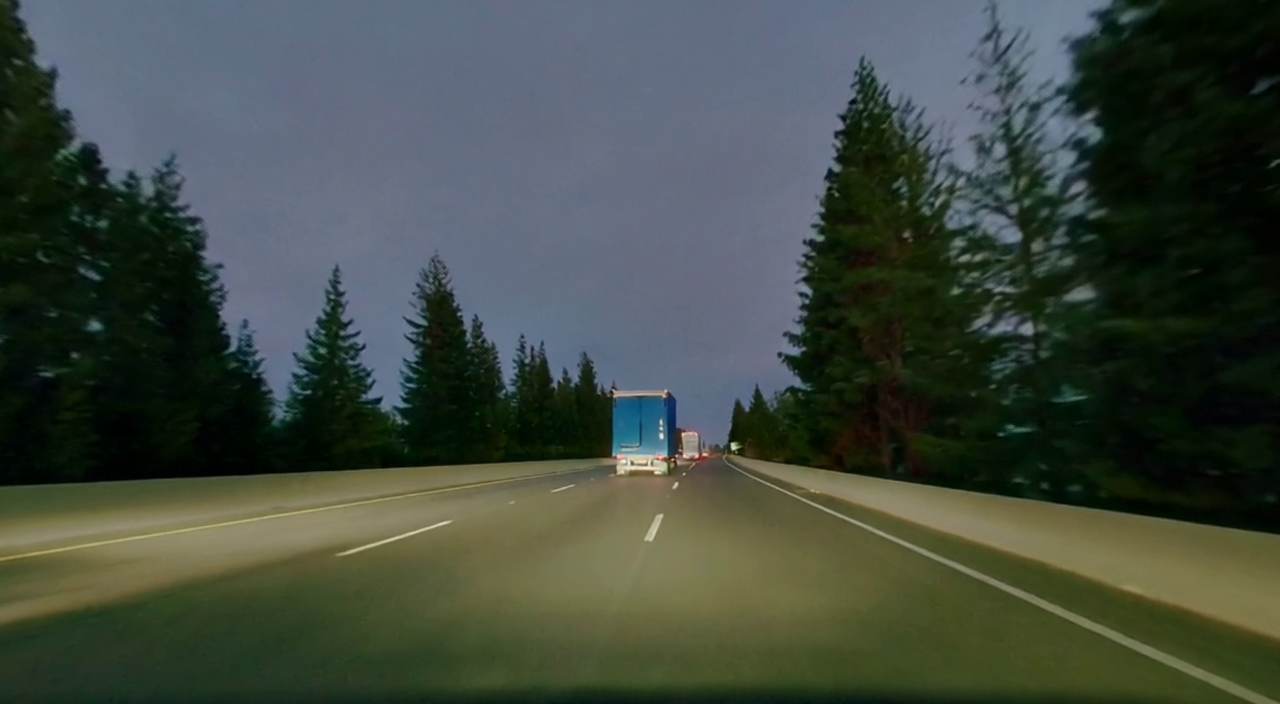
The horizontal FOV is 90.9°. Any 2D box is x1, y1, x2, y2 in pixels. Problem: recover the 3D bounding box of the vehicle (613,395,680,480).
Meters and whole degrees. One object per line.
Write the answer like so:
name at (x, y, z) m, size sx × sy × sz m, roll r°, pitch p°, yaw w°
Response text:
vehicle at (0.558, 4.659, 33.800) m, size 2.821 × 3.878 × 8.925 m, roll -1°, pitch -9°, yaw 5°
